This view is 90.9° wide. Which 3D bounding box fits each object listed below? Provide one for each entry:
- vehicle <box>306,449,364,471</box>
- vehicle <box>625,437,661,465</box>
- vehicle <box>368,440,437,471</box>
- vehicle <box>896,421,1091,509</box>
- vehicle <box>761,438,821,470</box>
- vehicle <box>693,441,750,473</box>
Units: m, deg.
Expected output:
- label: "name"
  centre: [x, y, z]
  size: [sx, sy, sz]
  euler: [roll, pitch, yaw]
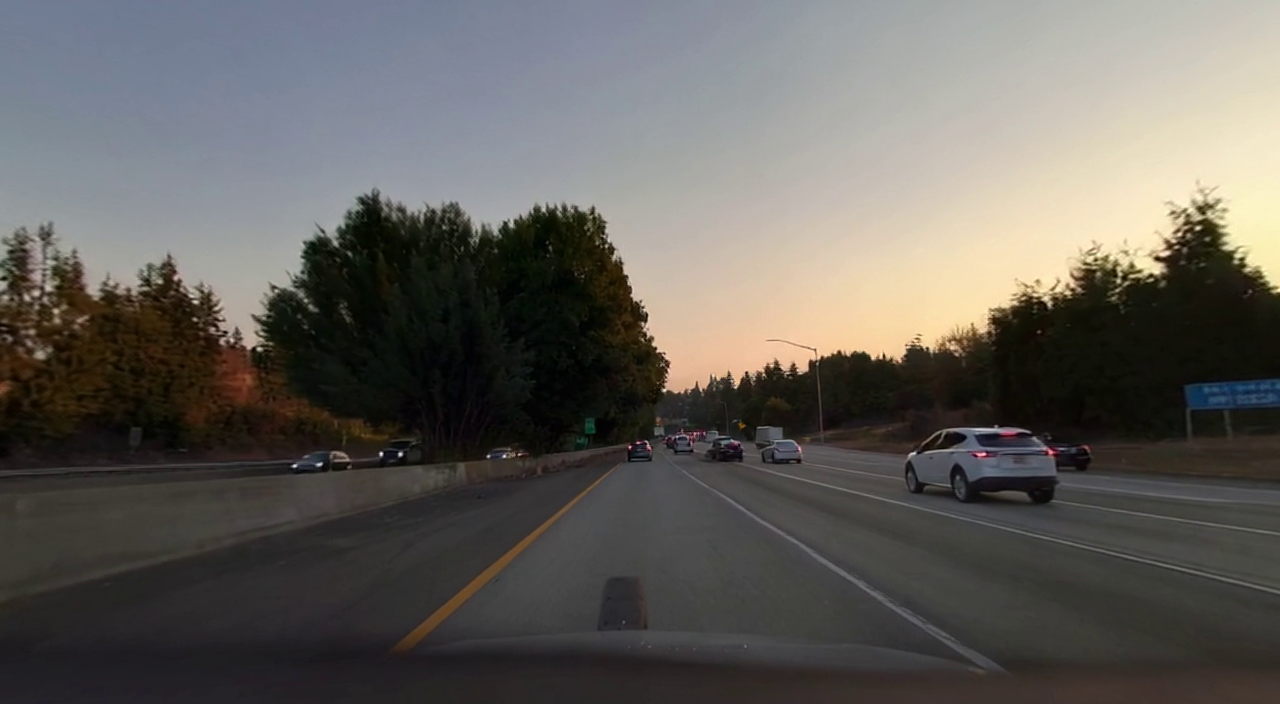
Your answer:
- label: "vehicle"
  centre: [-22.412, 7.923, 46.560]
  size: [1.977, 1.461, 4.638]
  euler: [0, -8, 0]
- label: "vehicle"
  centre: [0.185, 6.186, 39.403]
  size: [2.124, 1.639, 4.122]
  euler: [0, -8, 0]
- label: "vehicle"
  centre: [-15.031, 6.587, 40.312]
  size: [2.250, 1.805, 5.631]
  euler: [0, -8, 0]
- label: "vehicle"
  centre: [7.795, 2.527, 14.517]
  size: [1.986, 1.703, 4.226]
  euler: [0, -8, 0]
- label: "vehicle"
  centre: [7.665, 5.213, 32.399]
  size: [1.919, 1.476, 4.303]
  euler: [0, -8, -1]
- label: "vehicle"
  centre: [3.901, 5.069, 30.795]
  size: [2.118, 1.438, 4.312]
  euler: [0, -8, -1]
